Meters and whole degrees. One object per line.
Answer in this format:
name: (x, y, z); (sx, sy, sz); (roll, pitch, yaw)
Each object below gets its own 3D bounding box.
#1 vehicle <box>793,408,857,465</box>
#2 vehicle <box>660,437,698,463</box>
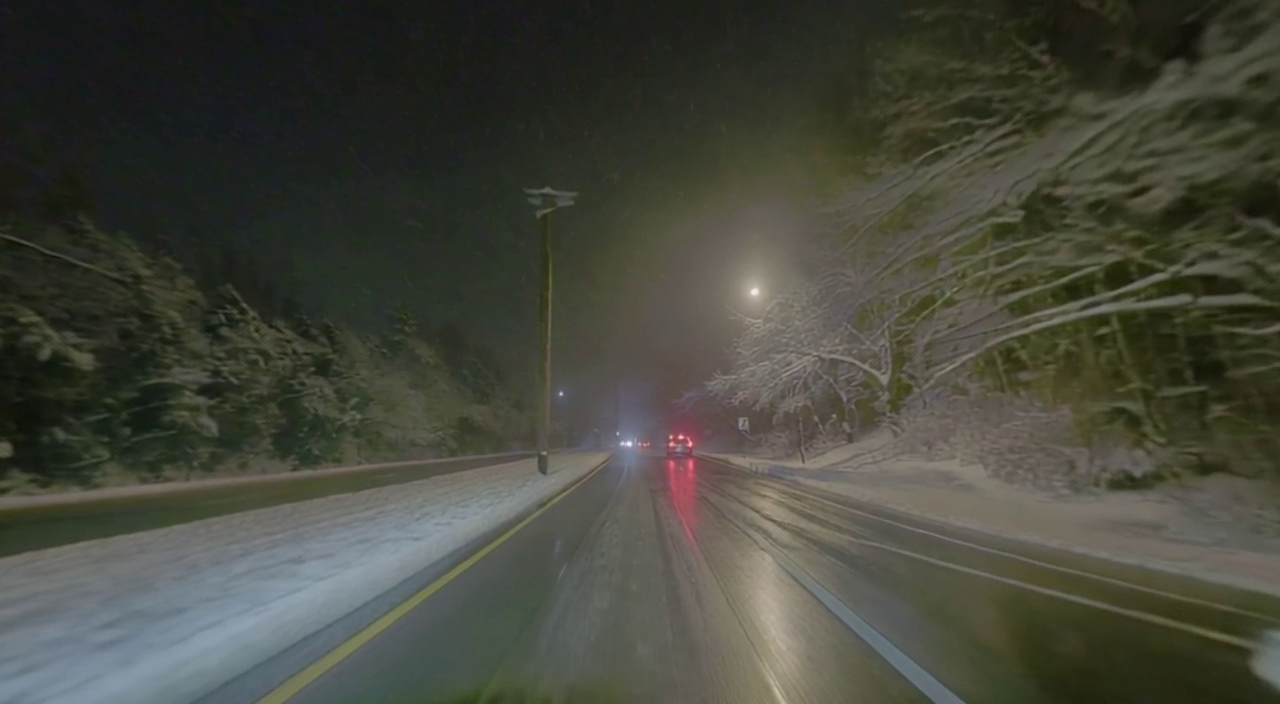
vehicle: (10.942, 5.075, 37.728); (3.250, 3.147, 4.411); (-2, -9, 12)
vehicle: (2.725, 7.007, 45.398); (2.183, 1.744, 4.424); (1, -9, -4)
